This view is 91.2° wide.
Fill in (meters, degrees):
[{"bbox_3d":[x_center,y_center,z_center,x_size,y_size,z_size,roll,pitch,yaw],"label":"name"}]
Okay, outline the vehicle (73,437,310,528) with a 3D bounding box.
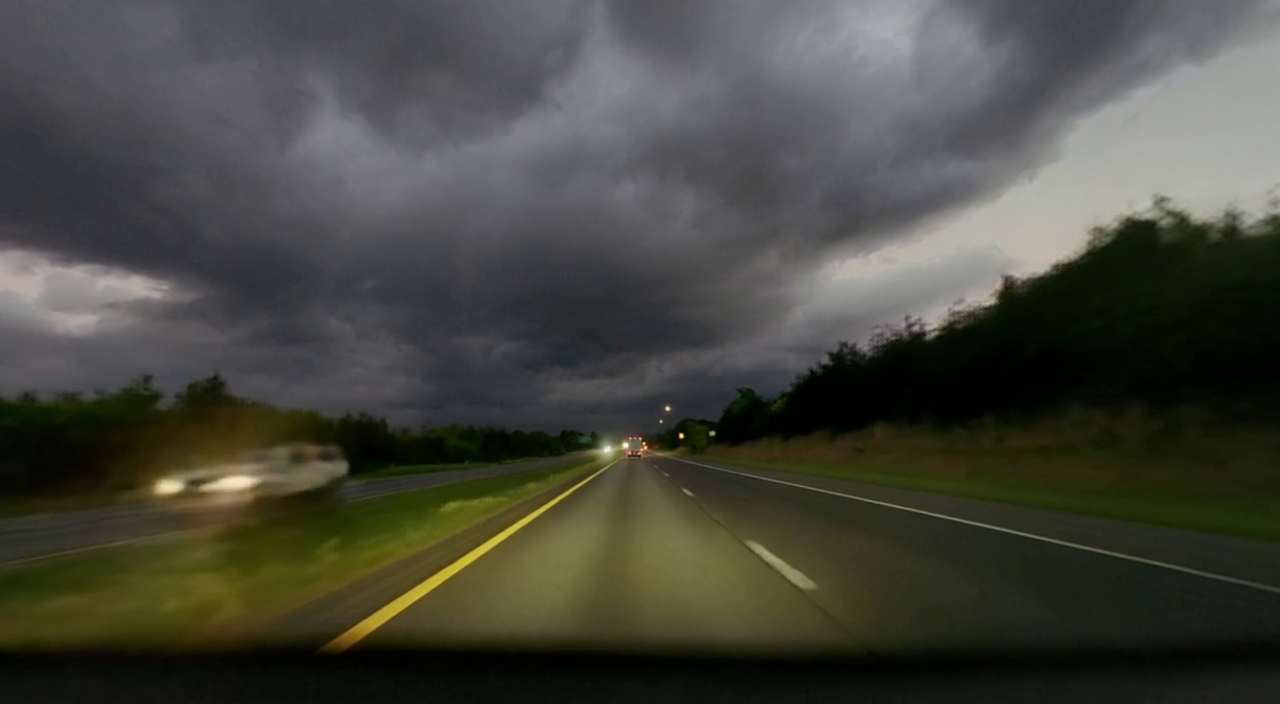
[{"bbox_3d":[-9.477,2.755,13.854,1.934,1.646,4.423,0,-9,0],"label":"vehicle"}]
